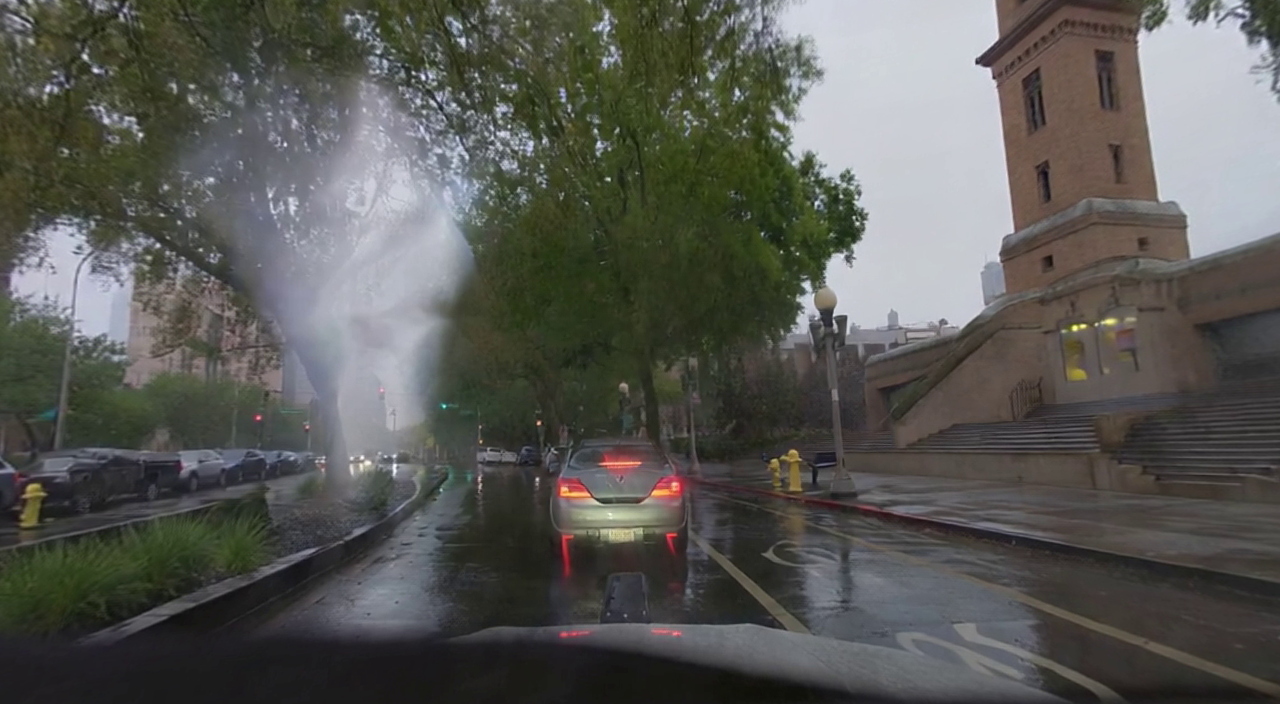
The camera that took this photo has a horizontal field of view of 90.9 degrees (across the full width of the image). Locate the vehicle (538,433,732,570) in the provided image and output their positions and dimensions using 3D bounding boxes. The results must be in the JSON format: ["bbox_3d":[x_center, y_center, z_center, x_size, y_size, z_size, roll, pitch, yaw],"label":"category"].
[{"bbox_3d":[-0.234,1.940,9.029,2.142,1.475,4.051,1,-8,-6],"label":"vehicle"}]
